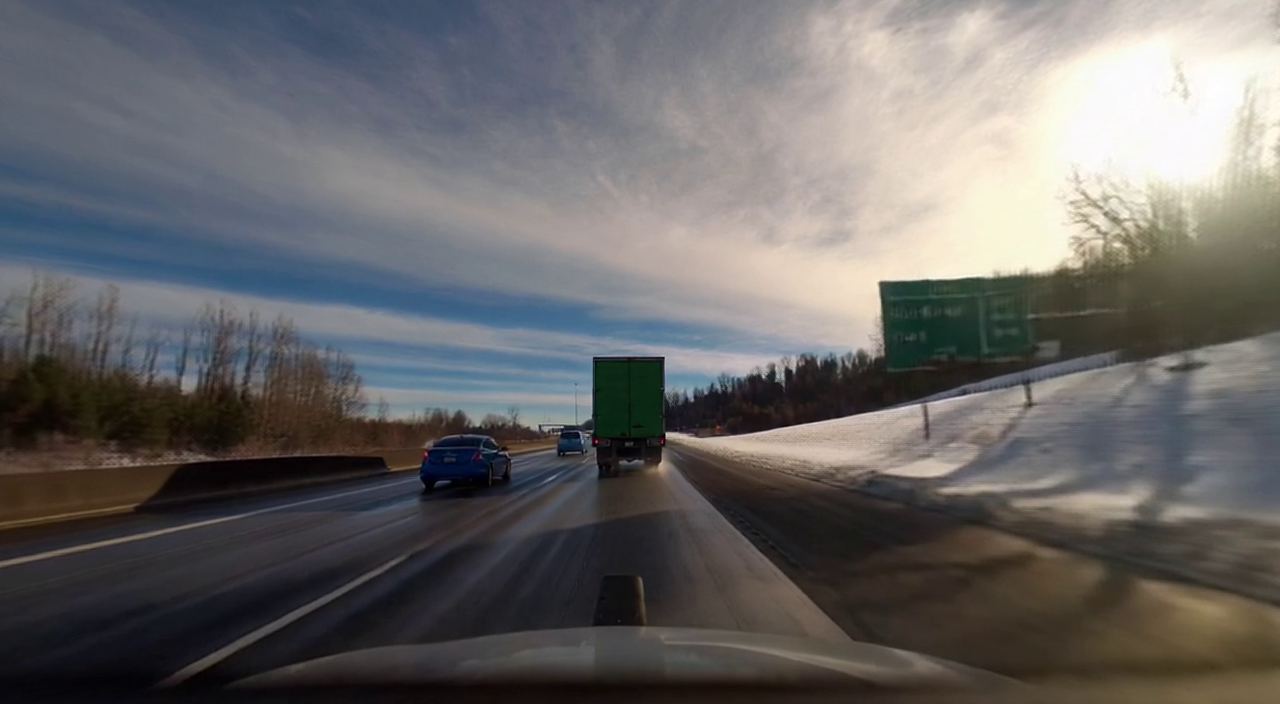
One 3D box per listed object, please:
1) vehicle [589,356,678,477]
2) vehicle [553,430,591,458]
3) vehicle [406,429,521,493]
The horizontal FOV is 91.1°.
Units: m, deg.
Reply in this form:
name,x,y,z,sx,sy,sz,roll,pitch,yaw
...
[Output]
name,x,y,z,sx,sy,sz,roll,pitch,yaw
vehicle,-0.332,2.805,26.128,2.953,4.041,10.072,0,-8,-1
vehicle,-4.539,6.214,42.646,2.019,1.834,4.644,0,-8,0
vehicle,-4.696,2.939,17.486,1.931,1.539,4.441,0,-8,0
